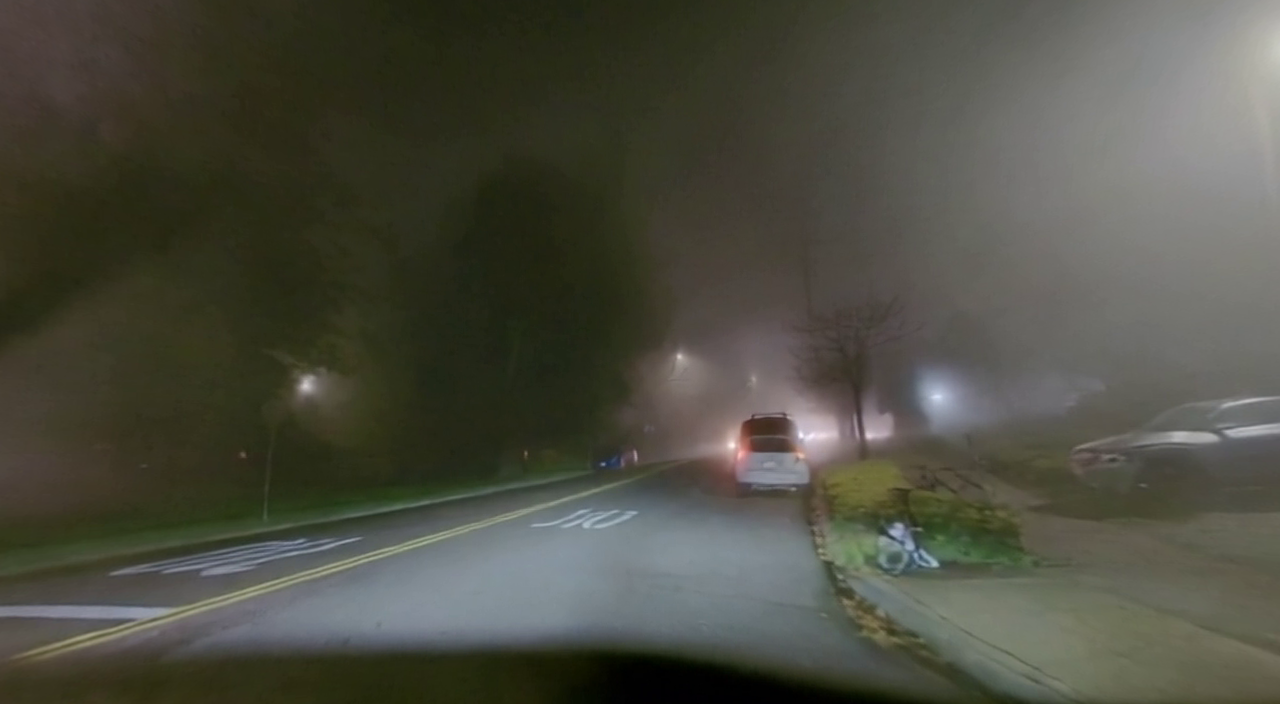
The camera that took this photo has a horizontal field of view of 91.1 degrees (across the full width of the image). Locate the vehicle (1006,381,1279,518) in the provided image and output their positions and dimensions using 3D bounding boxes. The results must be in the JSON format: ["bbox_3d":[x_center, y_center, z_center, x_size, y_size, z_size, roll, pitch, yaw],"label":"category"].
[{"bbox_3d":[8.345,1.372,9.195,4.595,1.620,1.984,-7,-10,14],"label":"vehicle"}]

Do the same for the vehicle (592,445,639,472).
[{"bbox_3d":[-1.539,6.871,40.842,2.033,1.456,4.370,-7,-10,10],"label":"vehicle"}]

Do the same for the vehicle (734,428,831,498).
[{"bbox_3d":[3.867,3.004,17.396,2.242,1.661,4.273,-2,-9,11],"label":"vehicle"}]
